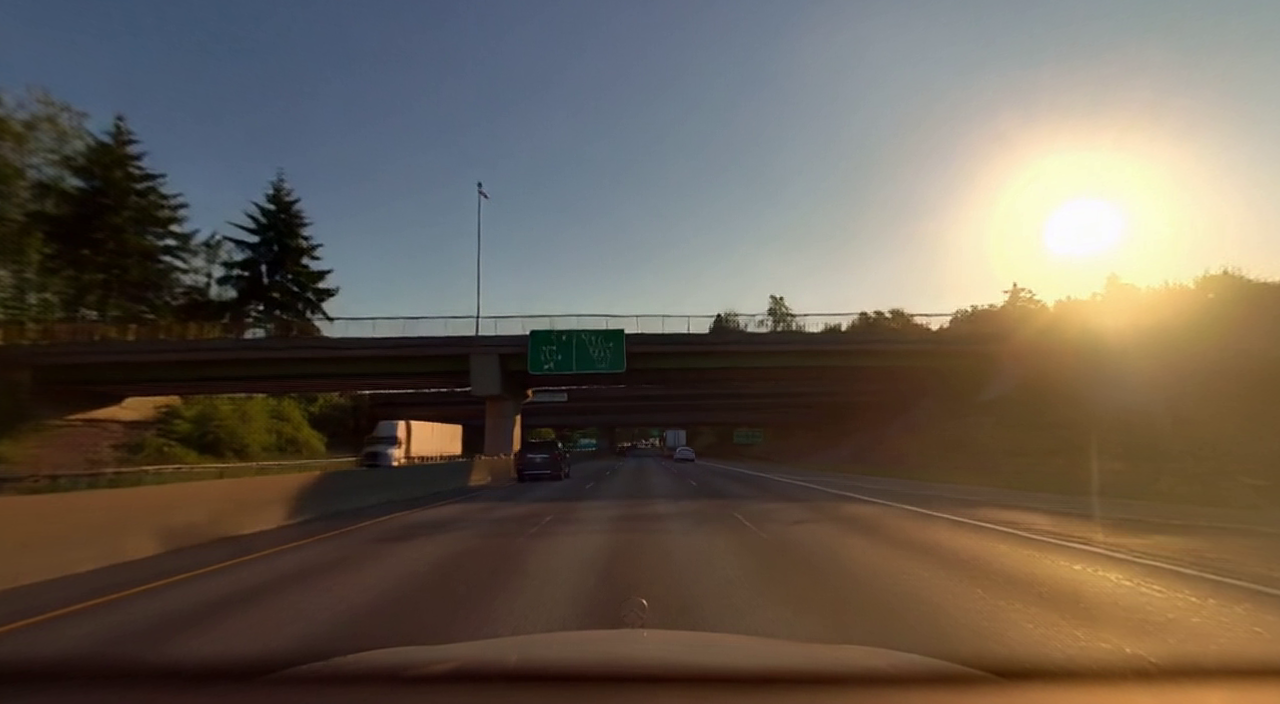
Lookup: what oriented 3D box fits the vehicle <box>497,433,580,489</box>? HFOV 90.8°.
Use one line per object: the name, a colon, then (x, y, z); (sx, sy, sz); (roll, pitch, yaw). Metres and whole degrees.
vehicle: (-3.545, 3.915, 22.911); (2.238, 1.792, 4.518); (0, -9, 0)
